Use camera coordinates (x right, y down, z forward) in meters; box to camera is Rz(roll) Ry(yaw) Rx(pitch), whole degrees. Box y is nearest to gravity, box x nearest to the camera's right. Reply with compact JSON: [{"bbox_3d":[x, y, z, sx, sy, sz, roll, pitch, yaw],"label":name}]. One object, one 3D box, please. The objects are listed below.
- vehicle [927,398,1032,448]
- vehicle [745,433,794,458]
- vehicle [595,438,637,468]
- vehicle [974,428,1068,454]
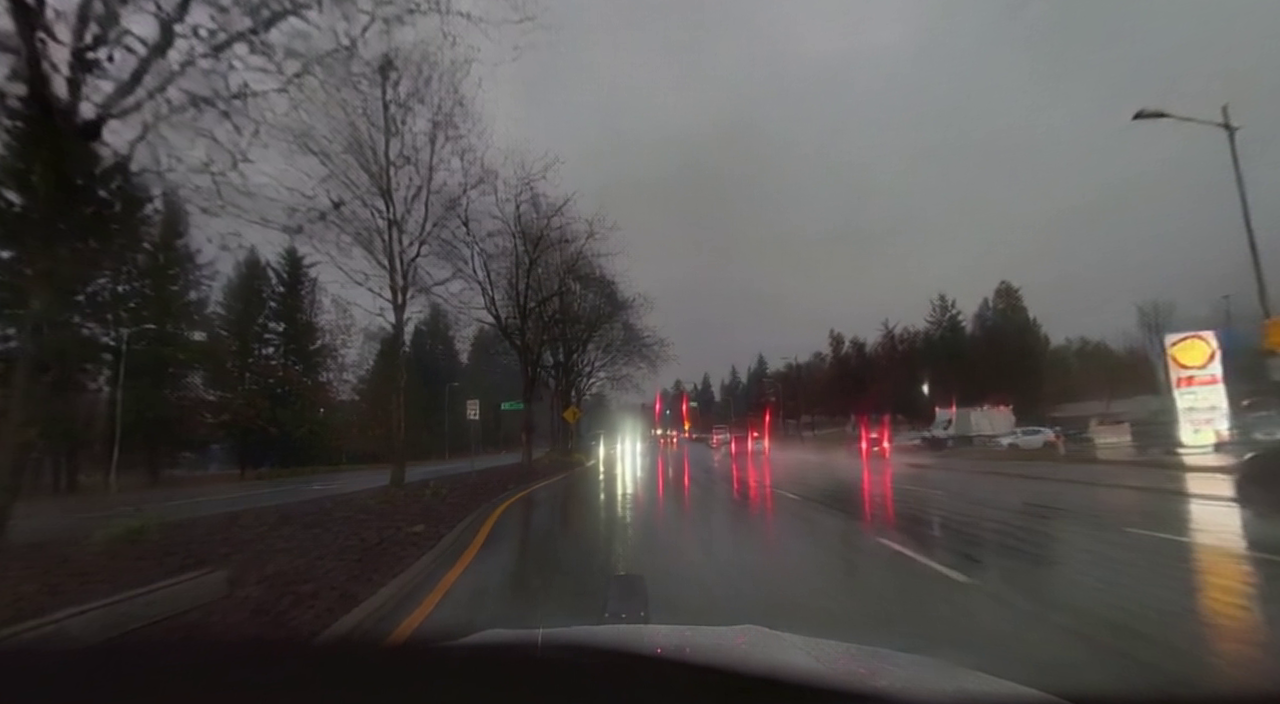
[{"bbox_3d":[26.146,5.535,48.505,7.827,3.570,3.121,5,-9,-27],"label":"vehicle"},{"bbox_3d":[9.218,6.729,45.273,1.991,1.695,4.357,1,-9,-9],"label":"vehicle"},{"bbox_3d":[-1.220,5.404,33.683,2.032,1.461,4.173,0,-9,0],"label":"vehicle"},{"bbox_3d":[22.856,5.412,38.002,1.784,1.472,4.532,4,-10,-25],"label":"vehicle"}]
